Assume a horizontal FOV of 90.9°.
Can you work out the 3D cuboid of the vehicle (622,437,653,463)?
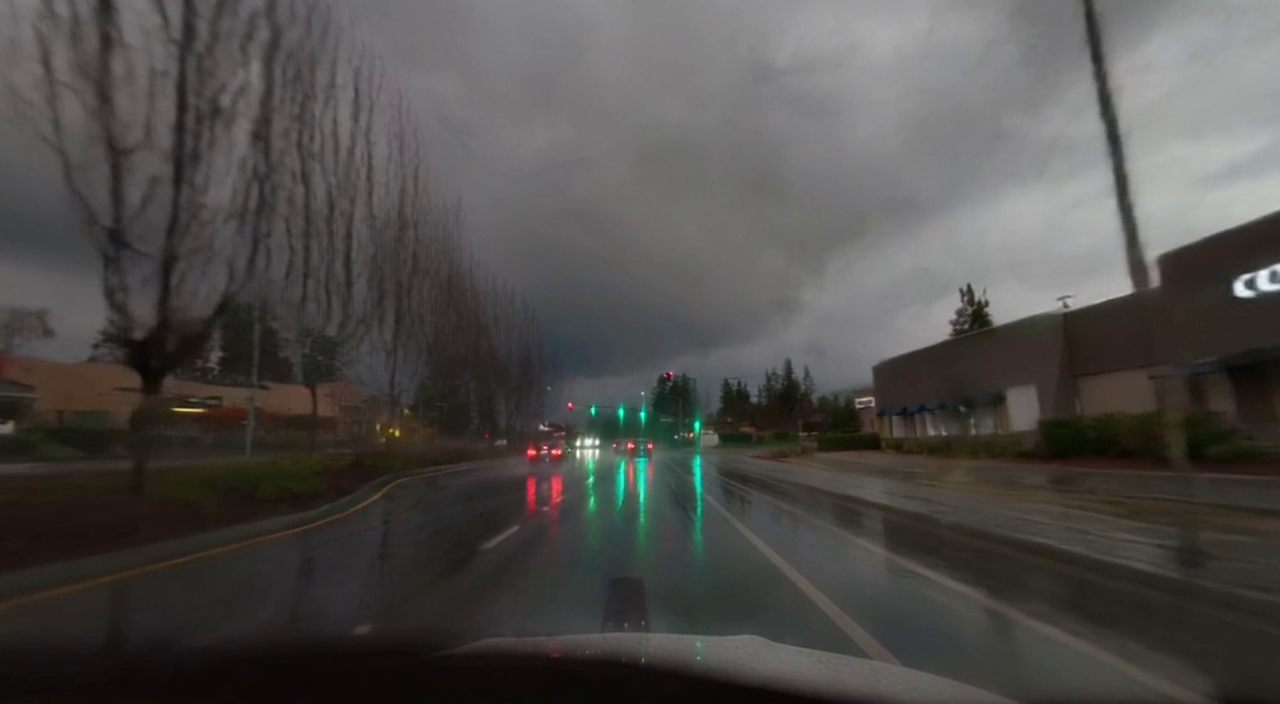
[{"bbox_3d":[-0.137,6.977,45.115,2.153,1.764,4.047,0,-8,1],"label":"vehicle"}]

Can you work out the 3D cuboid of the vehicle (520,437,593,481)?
[{"bbox_3d":[-3.010,3.971,23.646,2.015,1.470,4.458,0,-8,2],"label":"vehicle"}]
